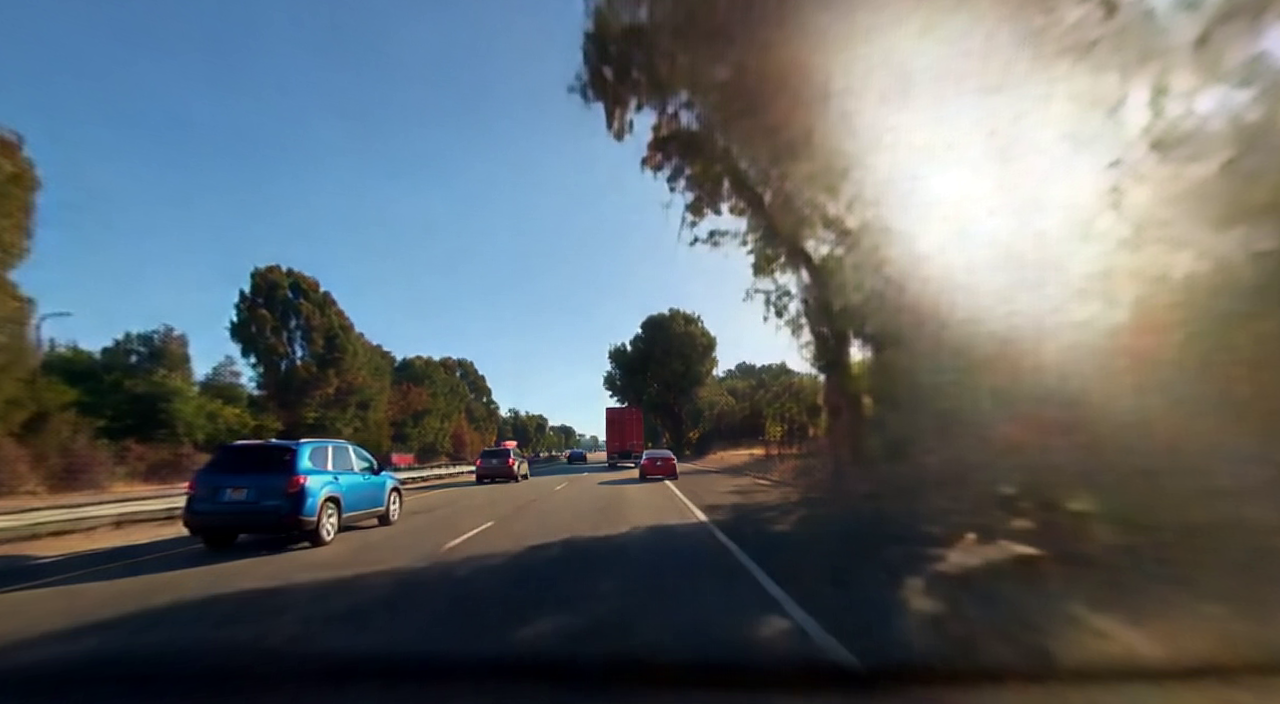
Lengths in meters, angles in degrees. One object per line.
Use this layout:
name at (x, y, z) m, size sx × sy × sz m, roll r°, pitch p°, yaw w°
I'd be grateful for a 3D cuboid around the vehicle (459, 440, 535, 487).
vehicle at (-5.425, 4.276, 24.333) m, size 2.035 × 1.664 × 4.064 m, roll 0°, pitch -9°, yaw -1°

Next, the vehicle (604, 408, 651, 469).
vehicle at (-1.017, 6.600, 47.217) m, size 3.113 × 4.066 × 10.786 m, roll 0°, pitch -9°, yaw -2°

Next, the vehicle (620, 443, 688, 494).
vehicle at (0.398, 3.791, 20.712) m, size 2.026 × 1.489 × 4.045 m, roll 0°, pitch -9°, yaw 0°

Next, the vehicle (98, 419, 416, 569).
vehicle at (-5.101, 1.933, 9.239) m, size 2.100 × 1.671 × 4.105 m, roll 0°, pitch -9°, yaw -1°
